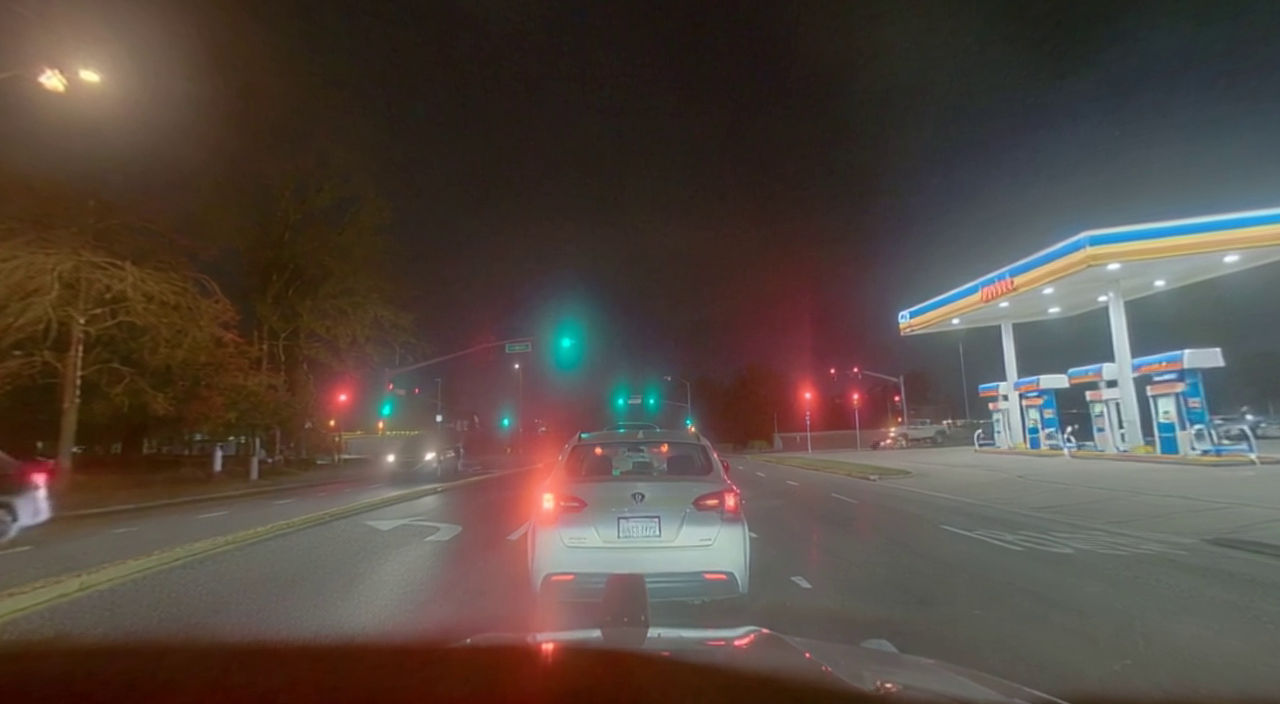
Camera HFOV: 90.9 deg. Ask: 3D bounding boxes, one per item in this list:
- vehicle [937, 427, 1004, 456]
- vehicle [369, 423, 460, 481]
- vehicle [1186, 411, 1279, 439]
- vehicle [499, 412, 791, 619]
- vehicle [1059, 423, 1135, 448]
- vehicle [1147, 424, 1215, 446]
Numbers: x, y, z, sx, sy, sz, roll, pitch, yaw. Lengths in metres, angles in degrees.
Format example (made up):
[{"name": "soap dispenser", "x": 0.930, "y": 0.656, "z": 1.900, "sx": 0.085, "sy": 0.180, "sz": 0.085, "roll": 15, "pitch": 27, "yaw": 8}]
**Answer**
[{"name": "vehicle", "x": 18.377, "y": 4.960, "z": 34.983, "sx": 2.053, "sy": 1.495, "sz": 4.091, "roll": -8, "pitch": -12, "yaw": 44}, {"name": "vehicle", "x": -8.936, "y": 4.001, "z": 25.553, "sx": 2.378, "sy": 2.084, "sz": 5.225, "roll": 1, "pitch": -8, "yaw": -8}, {"name": "vehicle", "x": 36.315, "y": 4.550, "z": 38.620, "sx": 1.848, "sy": 1.581, "sz": 4.475, "roll": 0, "pitch": -8, "yaw": 3}, {"name": "vehicle", "x": 0.011, "y": 1.482, "z": 6.666, "sx": 2.112, "sy": 1.482, "sz": 4.057, "roll": 0, "pitch": -8, "yaw": -1}, {"name": "vehicle", "x": 34.756, "y": 6.389, "z": 48.038, "sx": 4.294, "sy": 1.557, "sz": 1.744, "roll": -4, "pitch": -7, "yaw": 1}, {"name": "vehicle", "x": 41.104, "y": 6.317, "z": 47.906, "sx": 3.573, "sy": 1.432, "sz": 1.604, "roll": -3, "pitch": -7, "yaw": 2}]
